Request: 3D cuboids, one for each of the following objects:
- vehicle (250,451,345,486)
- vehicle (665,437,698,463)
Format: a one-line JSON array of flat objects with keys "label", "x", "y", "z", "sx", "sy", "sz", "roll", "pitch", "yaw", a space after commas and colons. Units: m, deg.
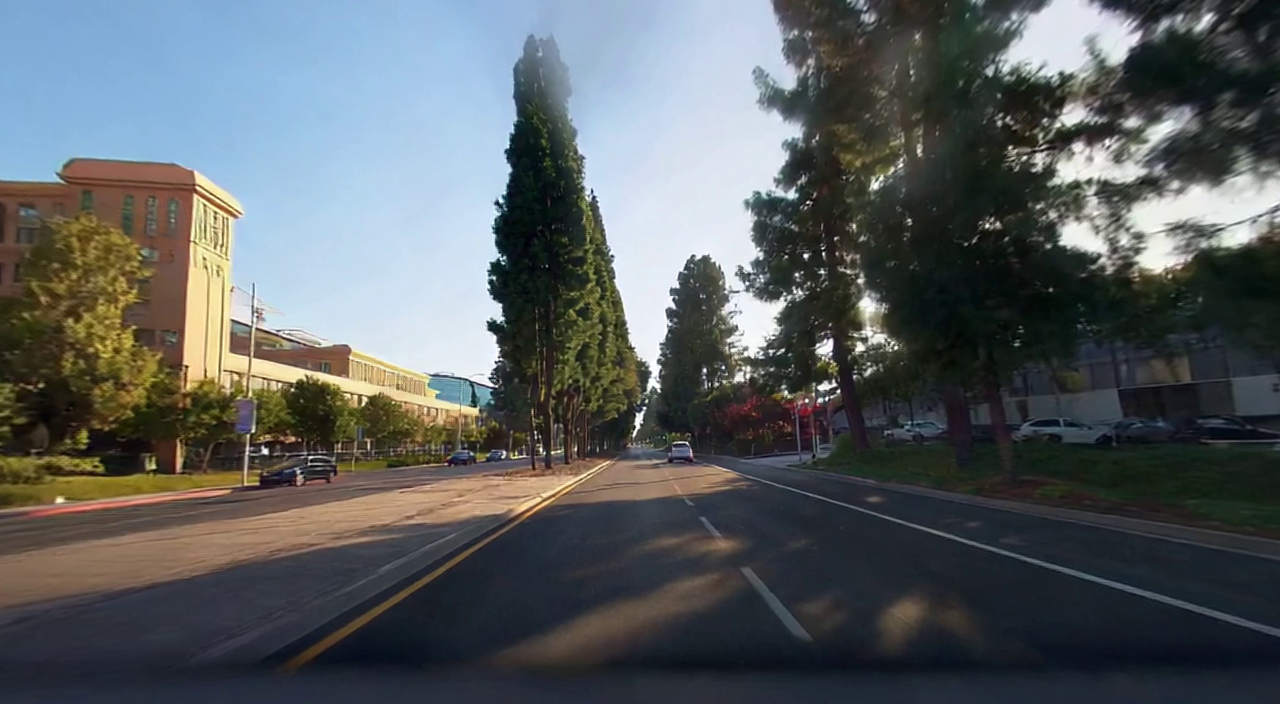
[{"label": "vehicle", "x": -17.072, "y": 5.807, "z": 31.801, "sx": 1.973, "sy": 1.536, "sz": 4.871, "roll": 0, "pitch": -8, "yaw": 1}, {"label": "vehicle", "x": 3.020, "y": 7.273, "z": 47.014, "sx": 2.085, "sy": 1.828, "sz": 5.383, "roll": 0, "pitch": -8, "yaw": -1}]
